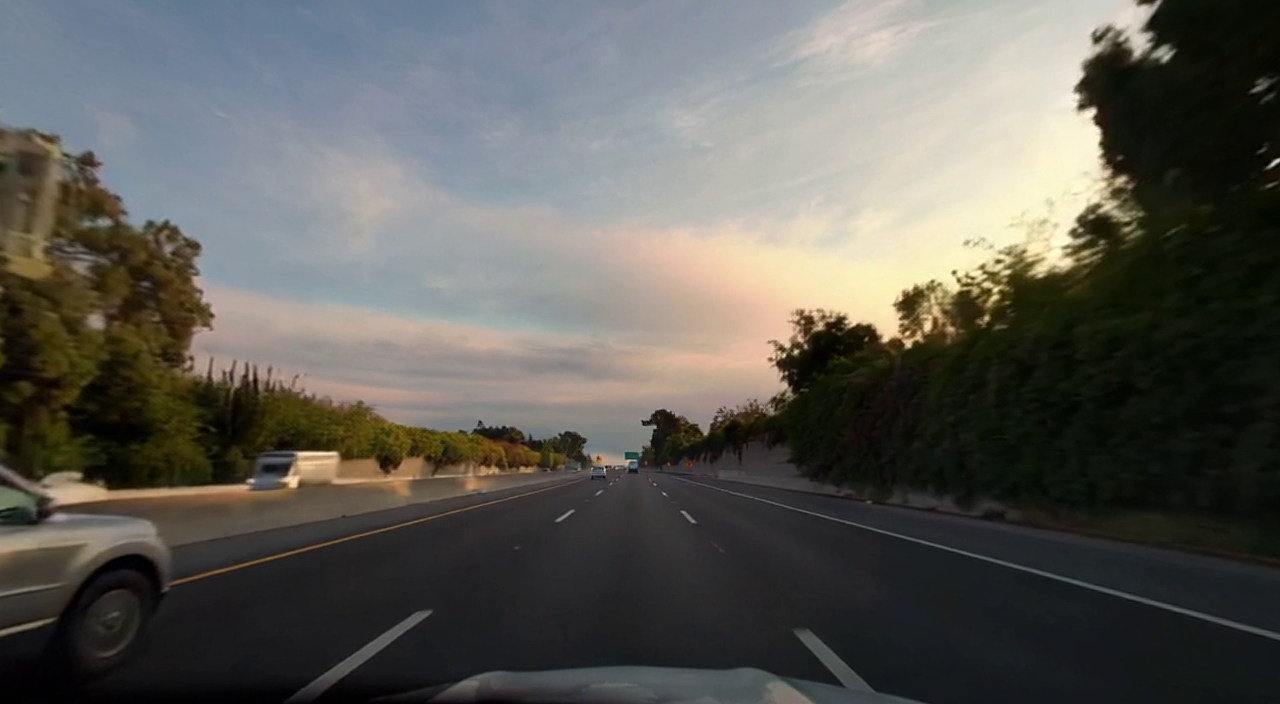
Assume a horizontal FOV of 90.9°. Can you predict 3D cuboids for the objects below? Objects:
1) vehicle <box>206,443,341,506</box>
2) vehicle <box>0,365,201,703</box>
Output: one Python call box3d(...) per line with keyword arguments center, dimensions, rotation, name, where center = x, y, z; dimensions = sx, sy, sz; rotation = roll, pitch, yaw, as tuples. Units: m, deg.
box3d(center=(-16.228, 5.517, 28.510), dimensions=(2.322, 2.465, 6.289), rotation=(1, -10, -1), name="vehicle")
box3d(center=(-4.283, 0.732, 2.039), dimensions=(2.178, 1.736, 4.847), rotation=(1, -10, 0), name="vehicle")
